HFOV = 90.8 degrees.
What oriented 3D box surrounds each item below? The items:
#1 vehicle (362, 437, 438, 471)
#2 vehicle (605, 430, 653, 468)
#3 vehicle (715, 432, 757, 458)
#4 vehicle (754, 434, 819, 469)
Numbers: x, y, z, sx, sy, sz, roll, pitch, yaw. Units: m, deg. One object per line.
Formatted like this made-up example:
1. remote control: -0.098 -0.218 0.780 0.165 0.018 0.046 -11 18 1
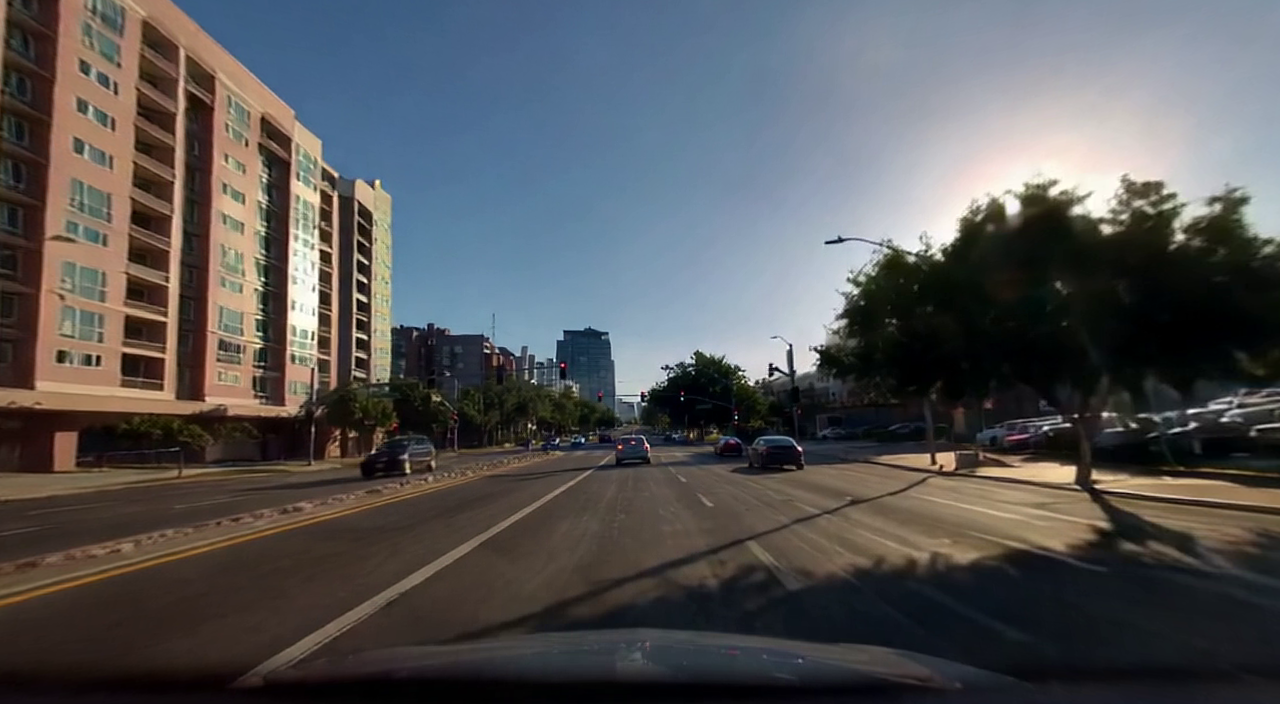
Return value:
1. vehicle: -12.848 5.478 34.123 1.858 1.686 4.330 -2 -9 10
2. vehicle: -0.479 4.431 28.915 2.032 1.593 3.896 0 -9 0
3. vehicle: 6.273 6.152 41.719 1.963 1.611 4.359 0 -9 -1
4. vehicle: 6.296 4.353 27.674 1.768 1.417 4.213 0 -9 -1
